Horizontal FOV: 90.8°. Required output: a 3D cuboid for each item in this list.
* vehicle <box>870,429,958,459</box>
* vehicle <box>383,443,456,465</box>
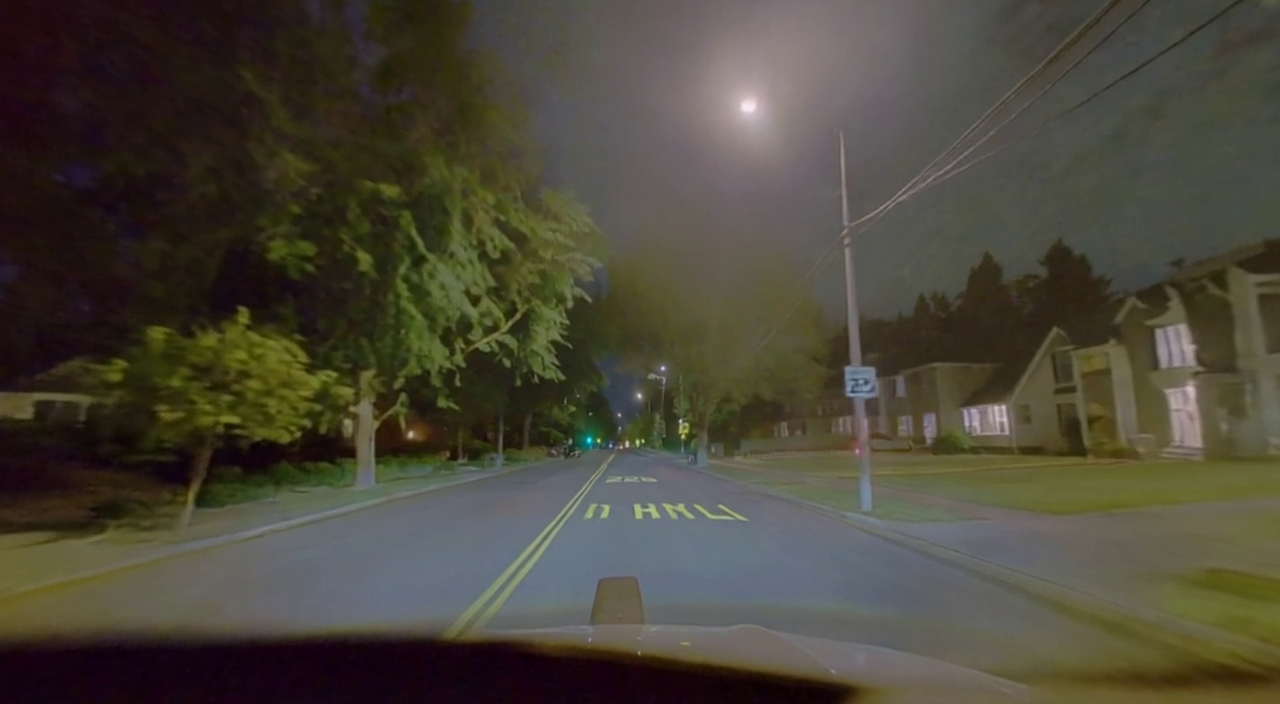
[{"bbox_3d":[15.993,5.383,37.006,4.198,1.697,1.984,1,-9,-5],"label":"vehicle"},{"bbox_3d":[-15.264,7.108,43.918,4.388,1.449,1.882,0,-9,-2],"label":"vehicle"}]
